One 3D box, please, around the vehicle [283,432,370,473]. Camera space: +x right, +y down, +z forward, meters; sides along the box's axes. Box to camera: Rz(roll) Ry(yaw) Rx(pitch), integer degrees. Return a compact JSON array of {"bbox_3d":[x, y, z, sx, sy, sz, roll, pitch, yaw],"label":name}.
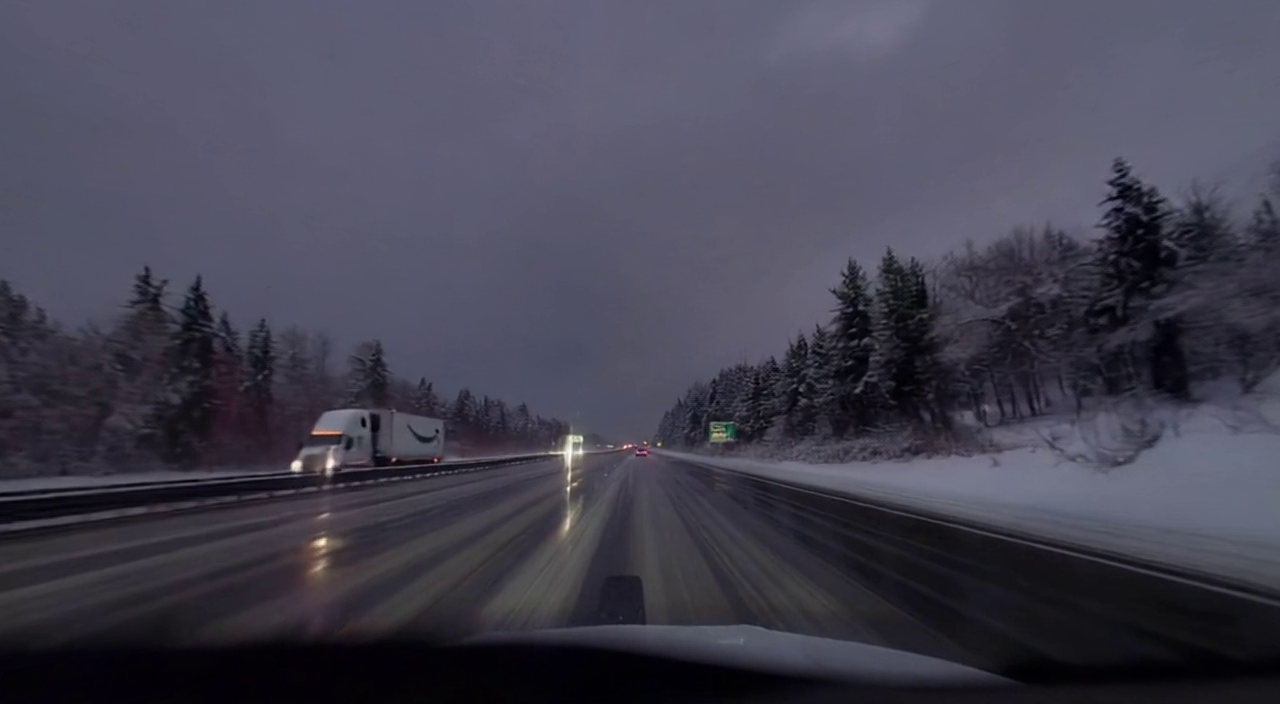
[{"bbox_3d":[-18.587,5.998,37.814,2.176,2.251,5.723,0,-9,0],"label":"vehicle"}]
